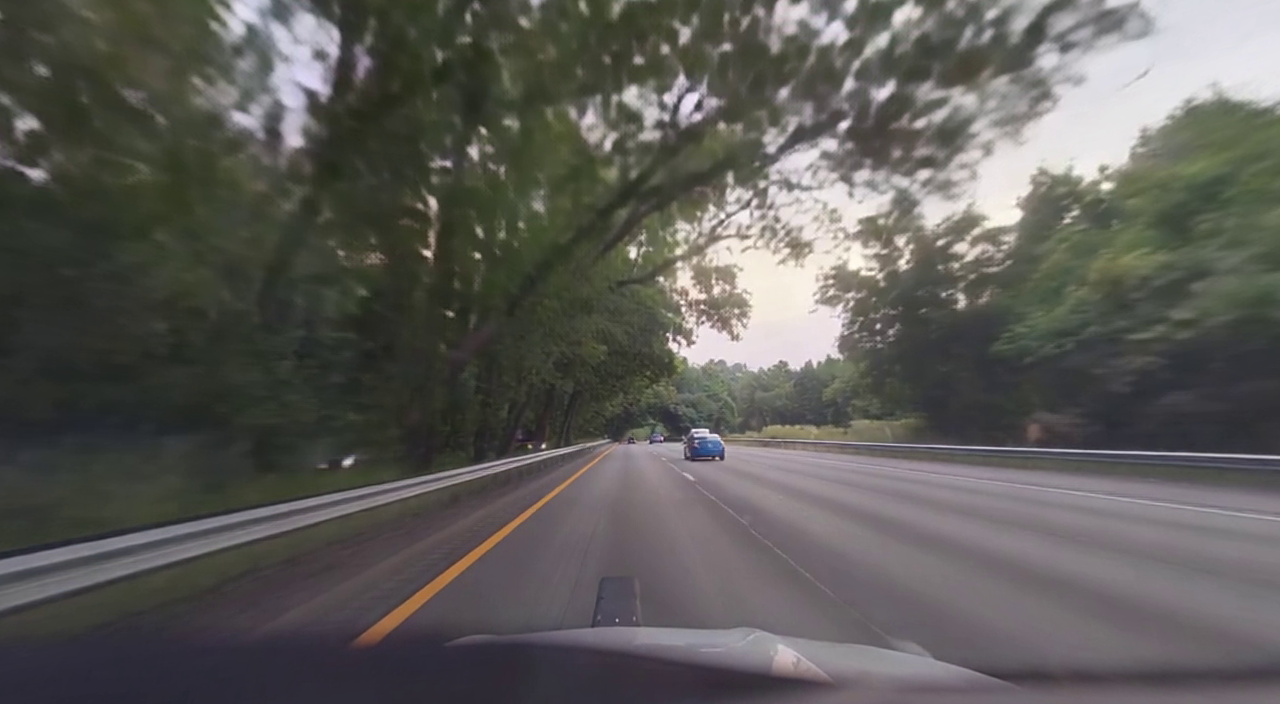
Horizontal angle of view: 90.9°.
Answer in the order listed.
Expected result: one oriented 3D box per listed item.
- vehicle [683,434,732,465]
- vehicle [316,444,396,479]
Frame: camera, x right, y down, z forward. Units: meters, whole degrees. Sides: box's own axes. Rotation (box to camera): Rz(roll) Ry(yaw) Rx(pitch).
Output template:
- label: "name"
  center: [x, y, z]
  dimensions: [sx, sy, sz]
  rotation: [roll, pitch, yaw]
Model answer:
- label: "vehicle"
  center: [3.428, 5.031, 32.844]
  dimensions: [2.017, 1.502, 4.369]
  rotation: [0, -8, -1]
- label: "vehicle"
  center: [-13.324, 5.115, 29.870]
  dimensions: [1.844, 1.473, 4.408]
  rotation: [0, -8, -1]
